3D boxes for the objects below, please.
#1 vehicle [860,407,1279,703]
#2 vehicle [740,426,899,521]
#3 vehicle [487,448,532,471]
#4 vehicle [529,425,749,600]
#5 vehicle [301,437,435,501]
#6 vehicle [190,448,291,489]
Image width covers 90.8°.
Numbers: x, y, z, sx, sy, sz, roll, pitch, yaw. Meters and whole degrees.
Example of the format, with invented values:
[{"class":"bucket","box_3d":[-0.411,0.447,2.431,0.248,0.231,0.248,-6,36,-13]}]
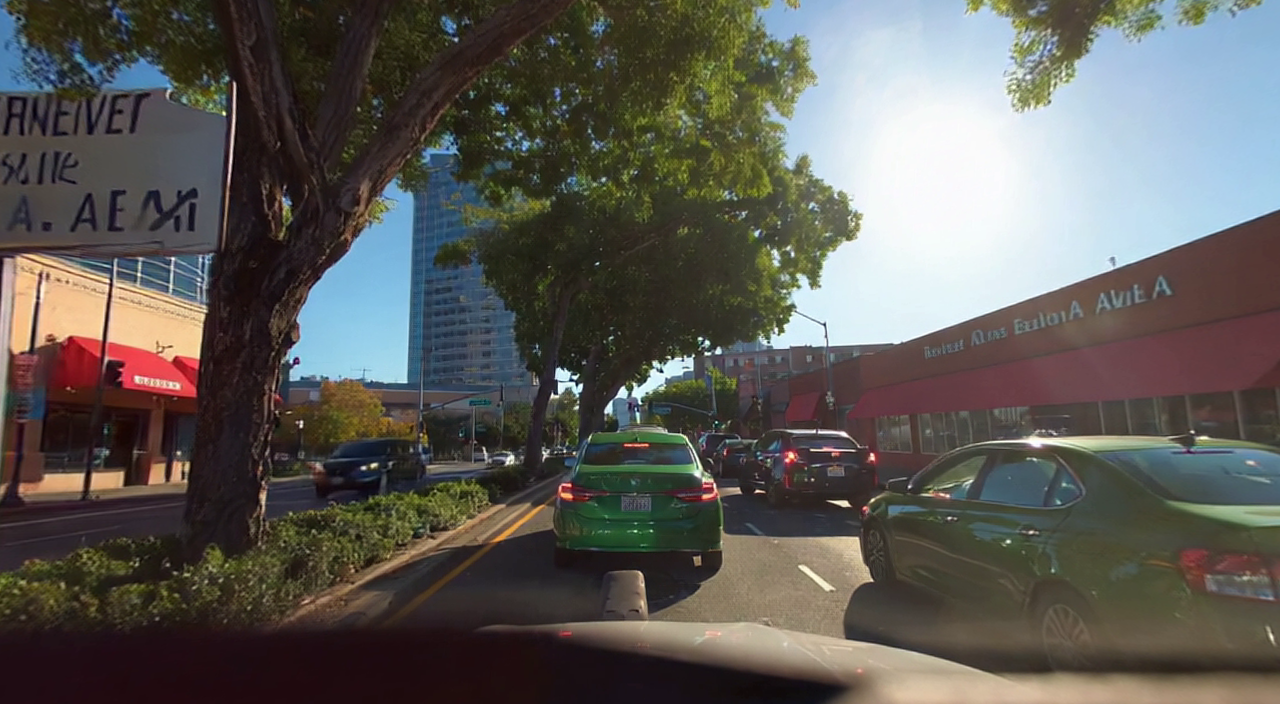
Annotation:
[{"class":"vehicle","box_3d":[3.312,1.259,4.485,1.988,1.480,4.195,0,-9,0]},{"class":"vehicle","box_3d":[3.537,2.483,13.424,2.025,1.660,4.263,0,-9,-1]},{"class":"vehicle","box_3d":[-8.392,6.940,40.987,1.850,1.417,4.321,-1,-9,1]},{"class":"vehicle","box_3d":[-0.023,1.660,7.294,1.887,1.487,3.535,0,-9,0]},{"class":"vehicle","box_3d":[-8.085,3.487,19.302,2.079,1.695,4.374,0,-9,1]},{"class":"vehicle","box_3d":[-18.663,5.395,29.510,4.329,1.773,2.072,-5,-10,30]}]
